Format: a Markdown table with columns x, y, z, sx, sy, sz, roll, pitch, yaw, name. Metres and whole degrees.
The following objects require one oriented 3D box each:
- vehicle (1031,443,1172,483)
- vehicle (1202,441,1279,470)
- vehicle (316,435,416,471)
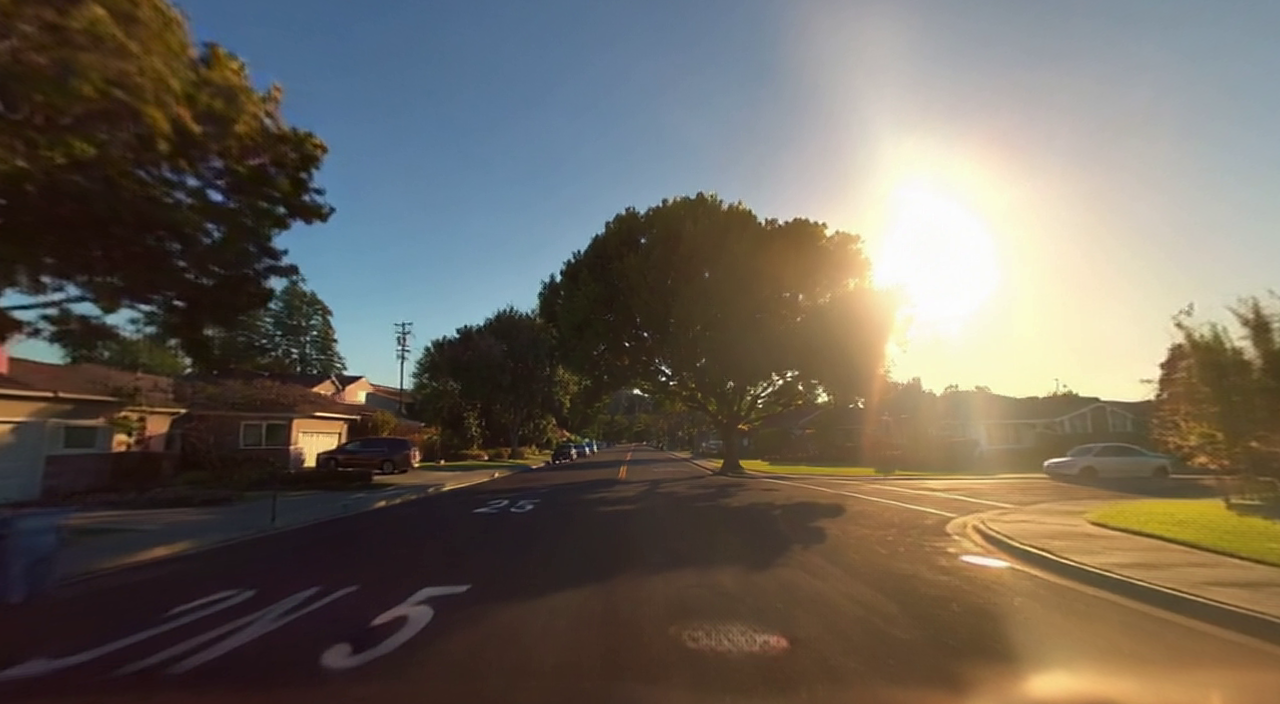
| x | y | z | sx | sy | sz | roll | pitch | yaw | name |
| --- | --- | --- | --- | --- | --- | --- | --- | --- | --- |
| 20.452 | 4.922 | 28.175 | 4.607 | 1.694 | 2.106 | 0 | -9 | -1 | vehicle |
| 34.325 | 5.777 | 35.212 | 1.745 | 1.540 | 4.223 | 8 | -12 | -44 | vehicle |
| -13.127 | 4.856 | 30.406 | 3.921 | 1.629 | 1.832 | 0 | -10 | 2 | vehicle |
